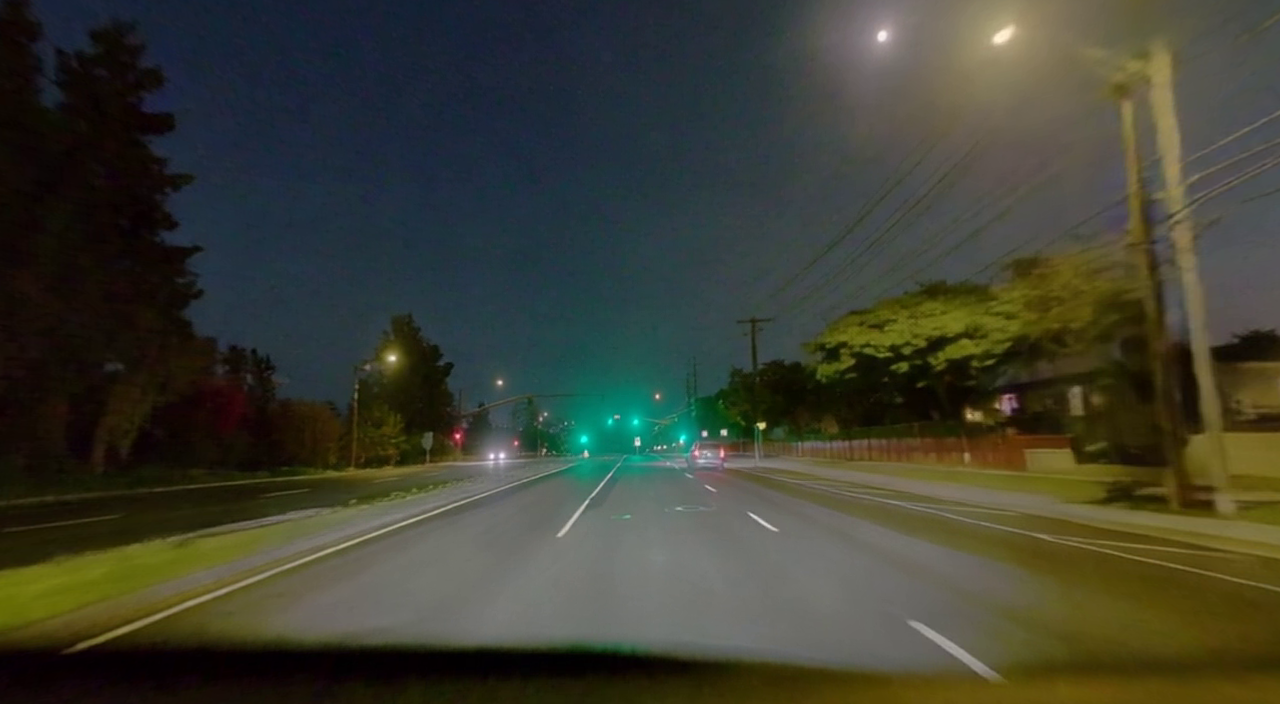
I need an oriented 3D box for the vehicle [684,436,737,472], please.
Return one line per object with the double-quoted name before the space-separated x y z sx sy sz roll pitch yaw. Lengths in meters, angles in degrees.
"vehicle" 3.683 5.426 33.806 2.240 1.781 4.433 0 -8 -1
